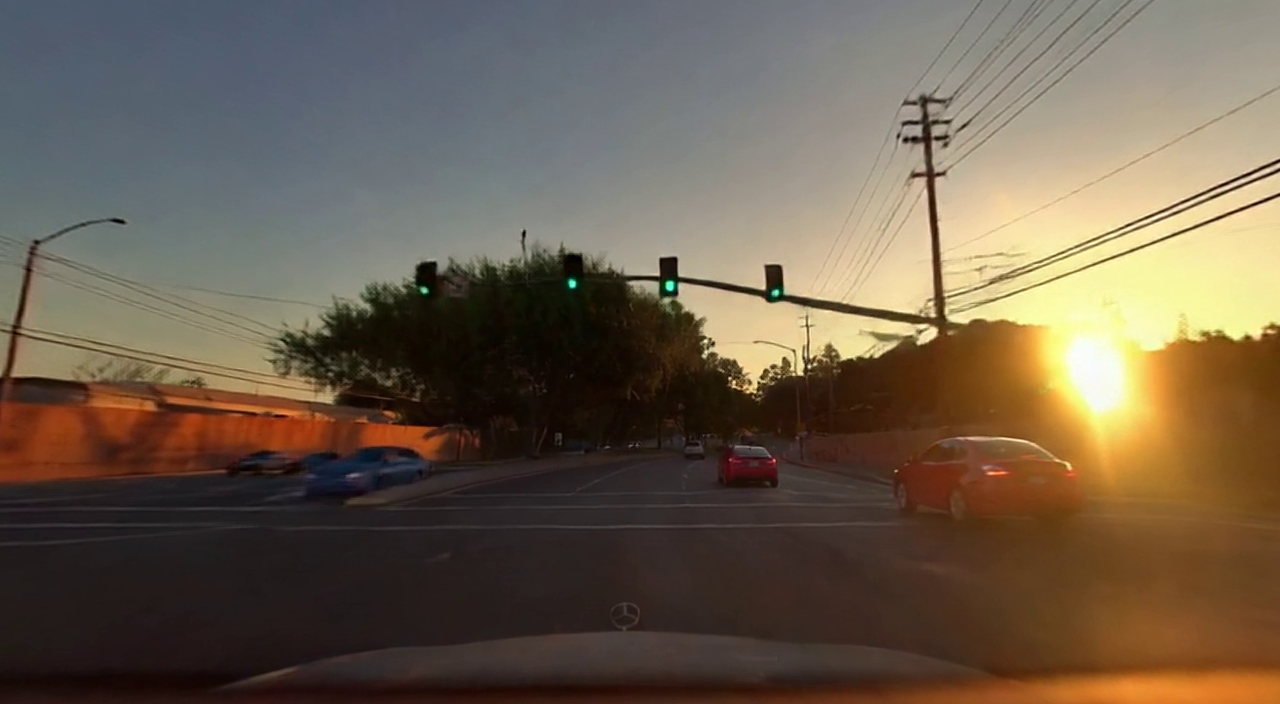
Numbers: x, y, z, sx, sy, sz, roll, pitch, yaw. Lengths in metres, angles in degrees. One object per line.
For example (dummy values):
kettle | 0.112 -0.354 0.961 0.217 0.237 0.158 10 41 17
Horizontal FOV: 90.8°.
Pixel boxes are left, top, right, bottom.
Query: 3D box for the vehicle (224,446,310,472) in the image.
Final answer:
vehicle | -23.057 6.610 39.306 2.125 1.493 4.547 -2 -9 9

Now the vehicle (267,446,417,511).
vehicle | -8.611 3.652 18.887 1.933 1.502 4.946 3 -8 2

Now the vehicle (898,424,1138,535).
vehicle | 7.080 2.424 12.566 2.029 1.795 4.371 0 -9 0

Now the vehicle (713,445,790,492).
vehicle | 3.818 4.050 22.385 2.035 1.460 4.392 0 -9 2
